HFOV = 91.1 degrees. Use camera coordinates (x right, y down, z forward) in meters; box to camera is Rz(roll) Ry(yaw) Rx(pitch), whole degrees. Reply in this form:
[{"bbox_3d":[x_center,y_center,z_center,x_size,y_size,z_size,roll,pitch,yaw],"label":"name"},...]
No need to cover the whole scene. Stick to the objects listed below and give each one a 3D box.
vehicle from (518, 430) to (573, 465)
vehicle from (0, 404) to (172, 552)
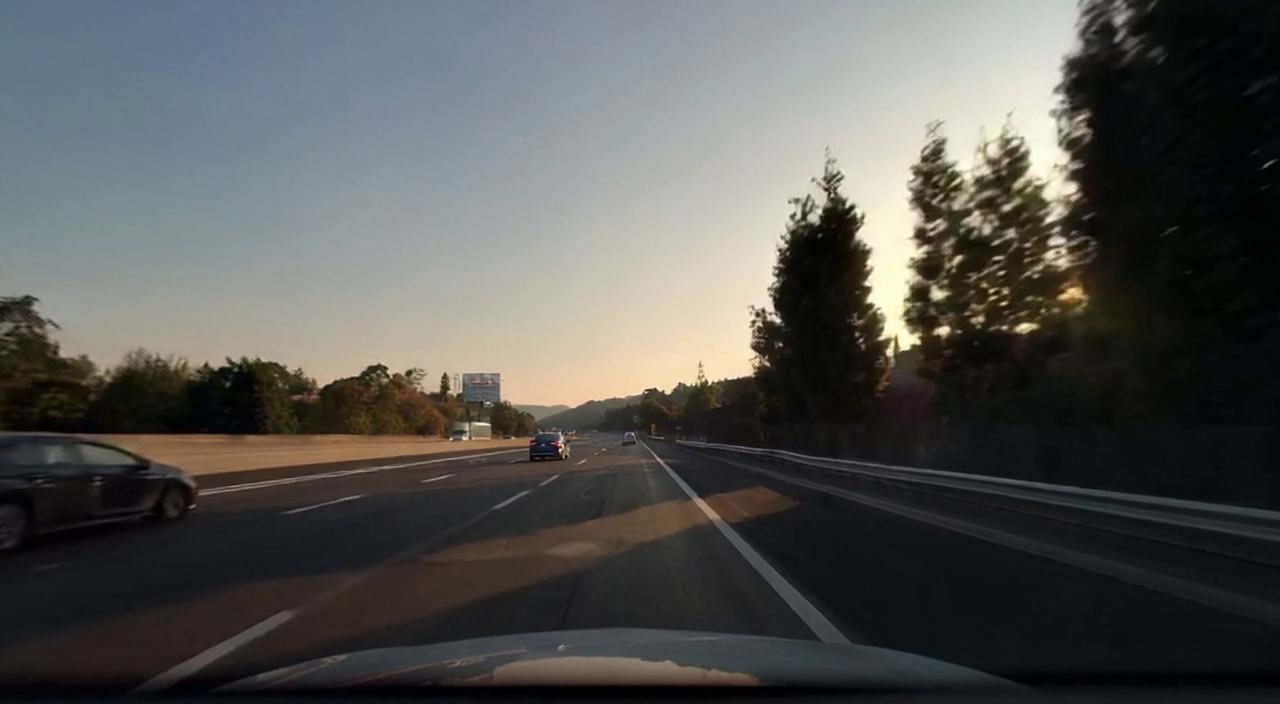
[{"bbox_3d":[-4.552,4.654,30.935,2.064,1.571,4.225,0,-8,0],"label":"vehicle"},{"bbox_3d":[-8.200,1.445,7.331,2.113,1.632,4.409,0,-8,-1],"label":"vehicle"}]
